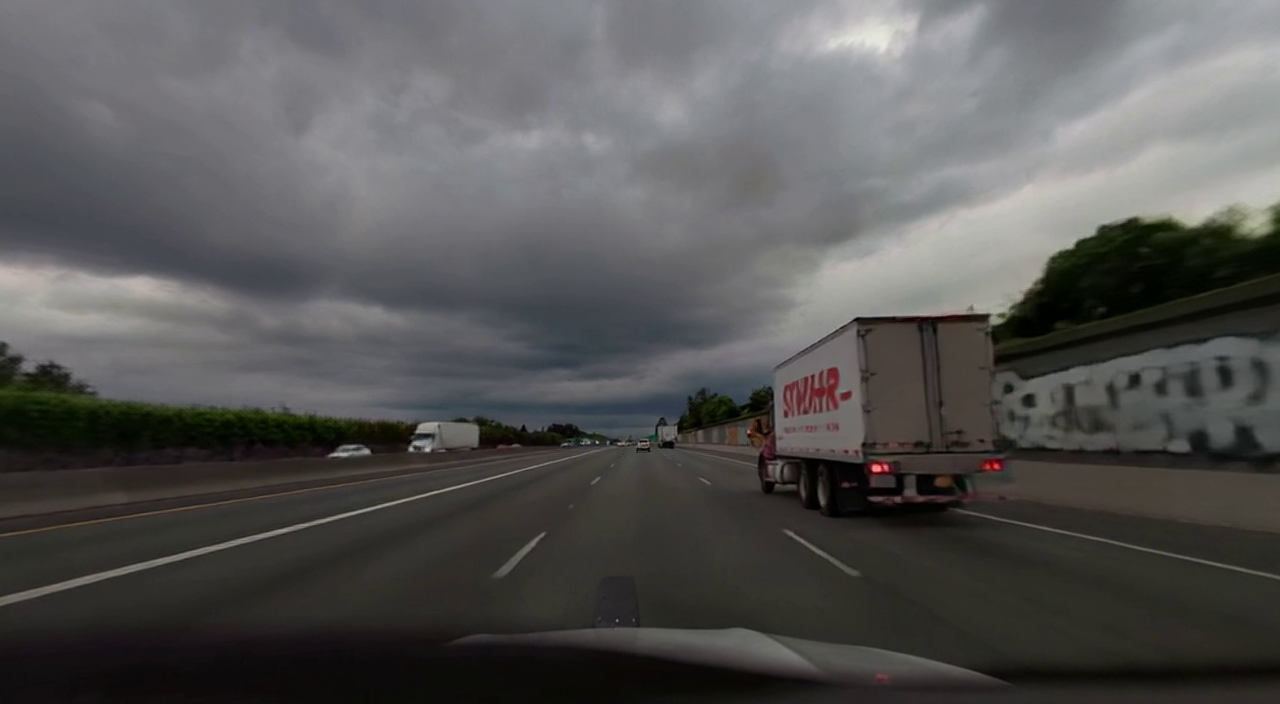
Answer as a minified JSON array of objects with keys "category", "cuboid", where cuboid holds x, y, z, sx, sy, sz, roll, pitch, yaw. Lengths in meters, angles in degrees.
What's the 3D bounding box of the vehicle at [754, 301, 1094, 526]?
[{"category":"vehicle","cuboid":[5.312,1.634,15.033,2.949,3.470,10.539,0,-8,-1]}]
